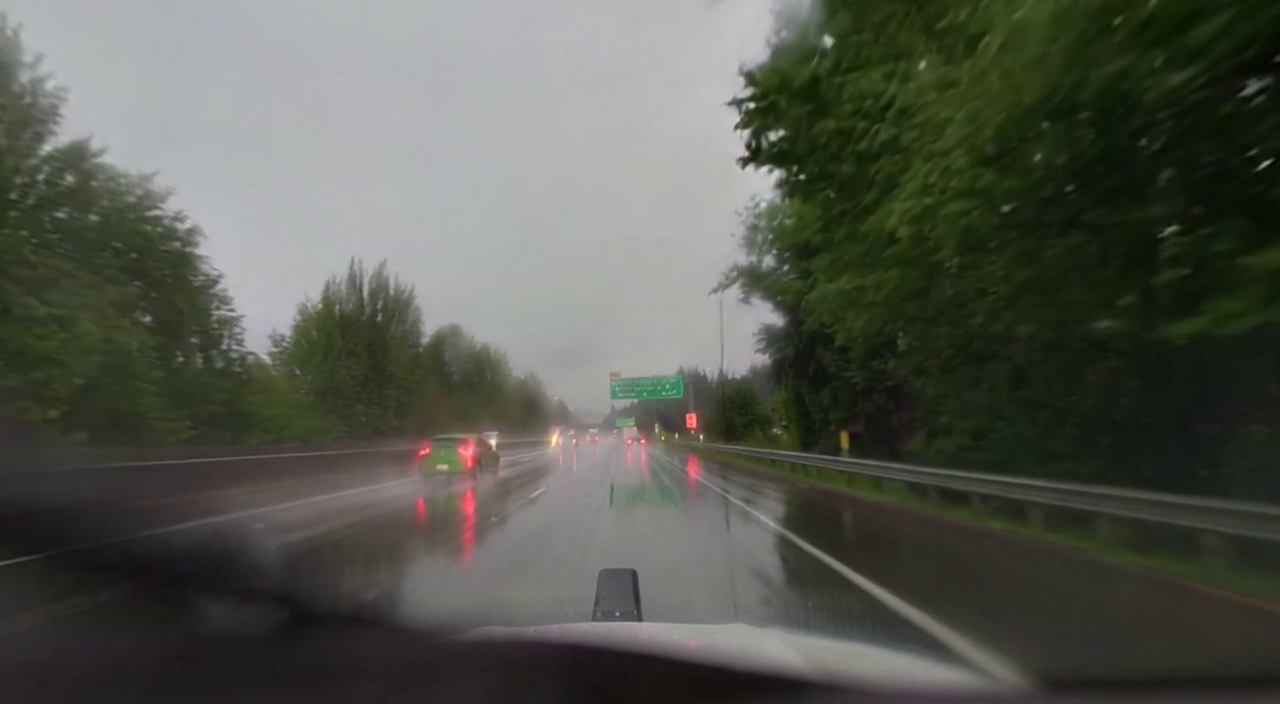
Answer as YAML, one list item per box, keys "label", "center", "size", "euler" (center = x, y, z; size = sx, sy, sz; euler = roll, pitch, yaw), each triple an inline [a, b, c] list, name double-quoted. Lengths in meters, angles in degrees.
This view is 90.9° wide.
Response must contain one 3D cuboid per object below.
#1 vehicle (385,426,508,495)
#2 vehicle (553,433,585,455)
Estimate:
- label: "vehicle"
  center: [-4.673, 2.657, 15.809]
  size: [1.959, 1.514, 3.668]
  euler: [0, -8, -1]
- label: "vehicle"
  center: [-5.190, 6.764, 46.364]
  size: [1.972, 1.537, 4.173]
  euler: [0, -8, -1]
